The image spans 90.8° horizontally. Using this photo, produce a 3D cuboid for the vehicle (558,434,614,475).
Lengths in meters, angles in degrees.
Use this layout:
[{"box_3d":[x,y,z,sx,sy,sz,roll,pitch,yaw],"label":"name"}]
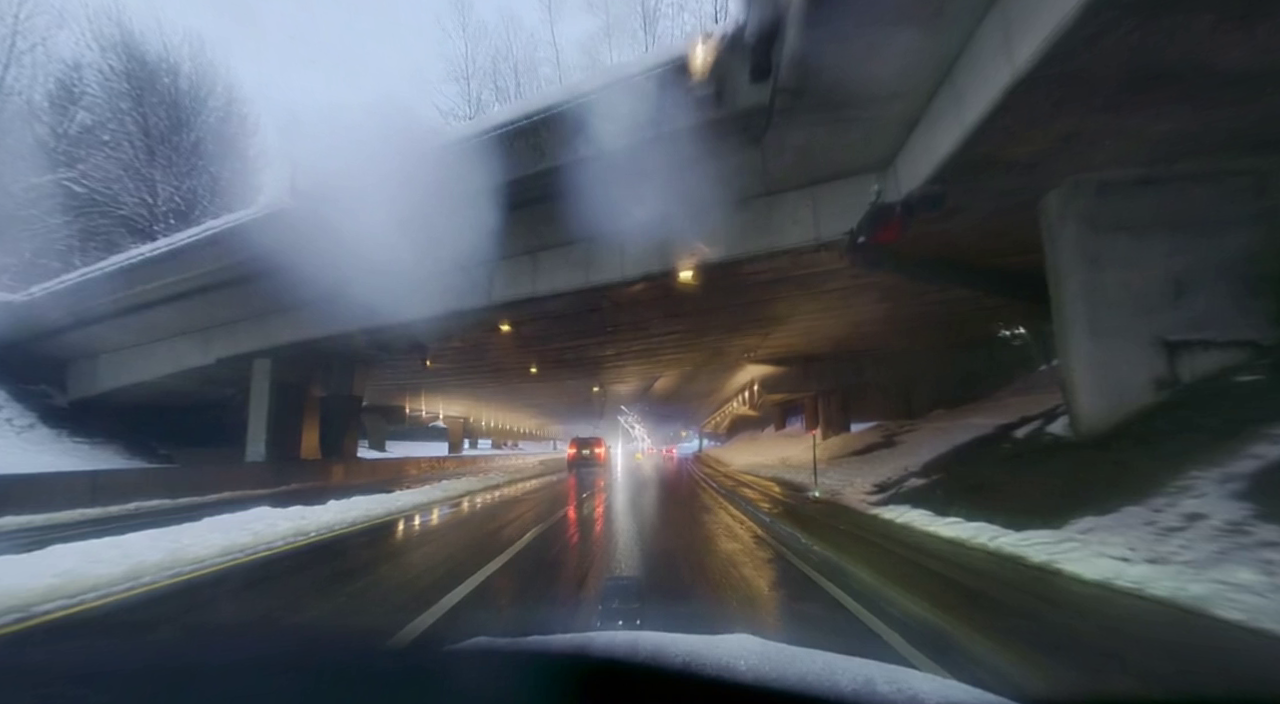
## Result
[{"box_3d":[-2.369,4.650,28.763,1.961,1.725,4.315,-1,-9,3],"label":"vehicle"}]
